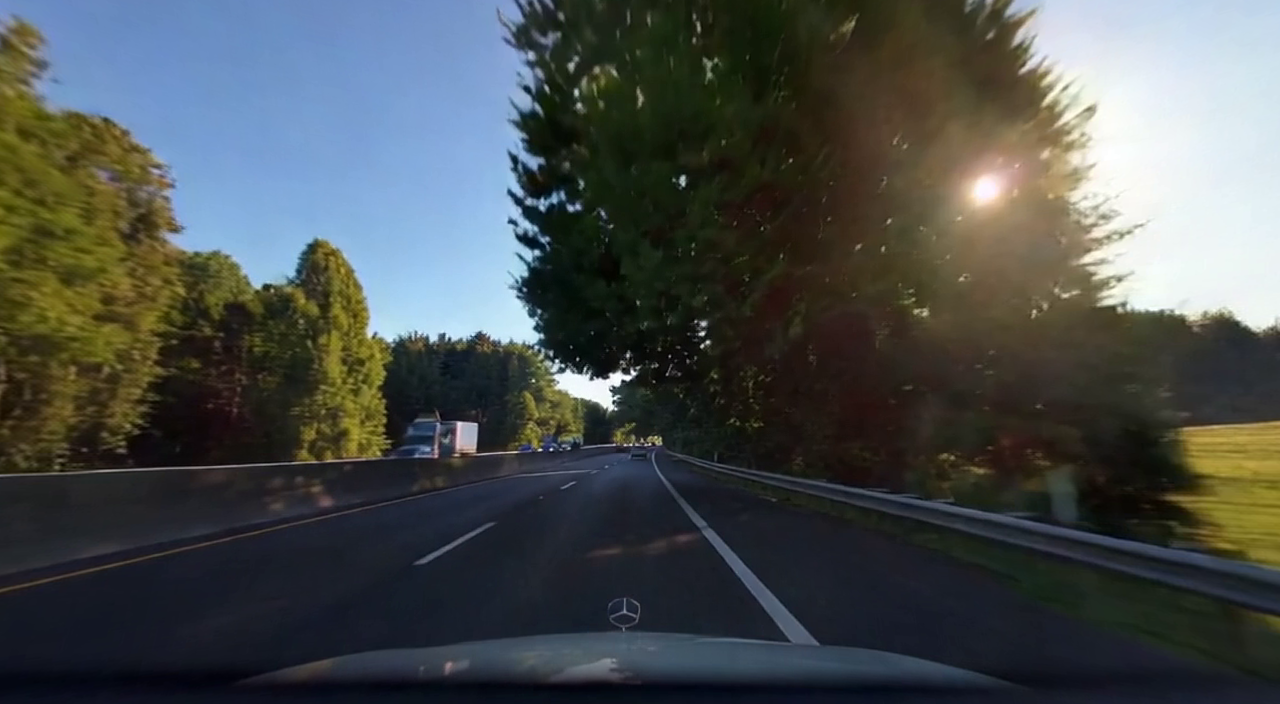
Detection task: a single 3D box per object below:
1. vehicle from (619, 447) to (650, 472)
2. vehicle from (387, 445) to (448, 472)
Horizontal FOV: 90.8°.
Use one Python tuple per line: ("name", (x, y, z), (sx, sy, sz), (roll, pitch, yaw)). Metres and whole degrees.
("vehicle", (-0.325, 6.681, 39.392), (1.853, 1.436, 3.438), (0, -9, 0))
("vehicle", (-12.159, 5.871, 34.755), (1.829, 1.397, 4.326), (0, -9, -1))
